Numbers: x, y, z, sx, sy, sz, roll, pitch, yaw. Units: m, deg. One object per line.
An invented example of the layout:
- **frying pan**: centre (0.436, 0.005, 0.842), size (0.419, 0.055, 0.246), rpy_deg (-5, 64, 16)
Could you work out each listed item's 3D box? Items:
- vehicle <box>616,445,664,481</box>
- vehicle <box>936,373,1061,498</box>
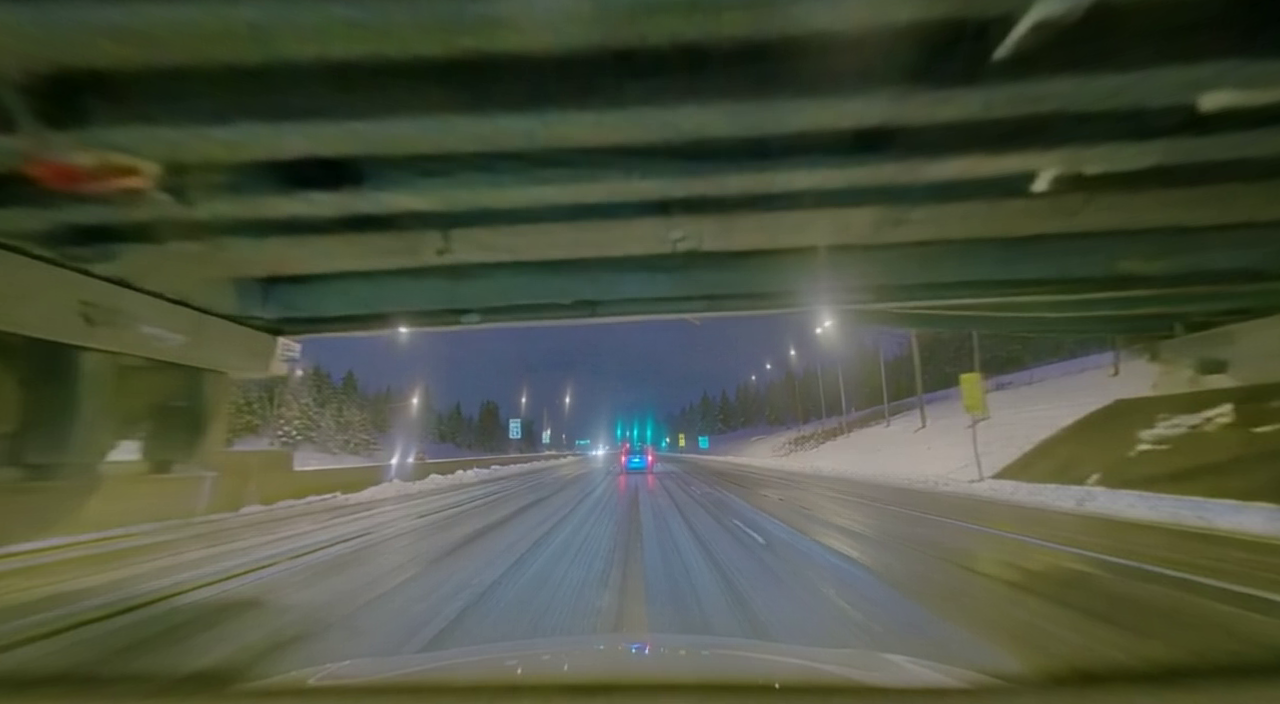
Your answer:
- **vehicle**: centre (-0.065, 5.038, 28.842), size (2.055, 1.501, 4.321), rpy_deg (0, -9, -2)
- **vehicle**: centre (11.252, 2.664, 20.035), size (2.135, 3.652, 2.845), rpy_deg (-1, -9, 3)
